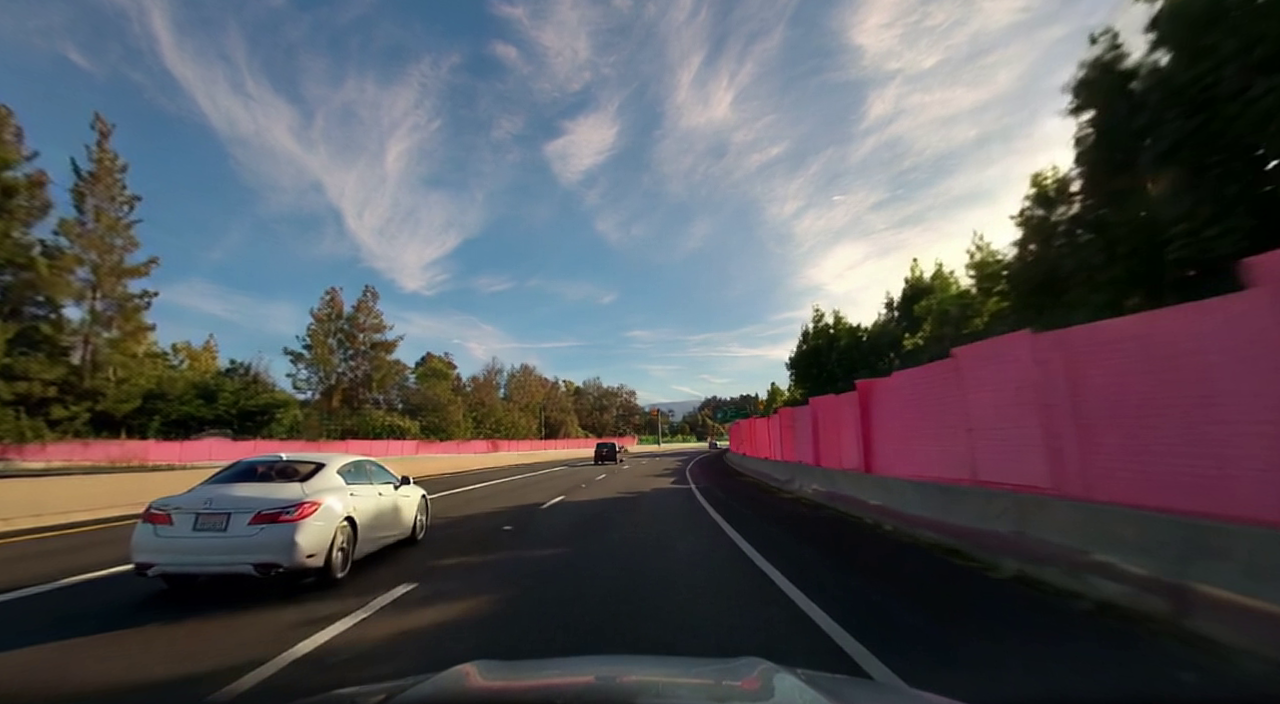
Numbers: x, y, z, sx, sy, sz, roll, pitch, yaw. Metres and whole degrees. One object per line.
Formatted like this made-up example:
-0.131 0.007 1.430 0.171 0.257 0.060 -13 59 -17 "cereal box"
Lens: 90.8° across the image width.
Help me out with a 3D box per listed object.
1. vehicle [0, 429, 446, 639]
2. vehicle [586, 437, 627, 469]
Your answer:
-3.590 1.576 6.524 1.746 1.405 4.339 -1 -9 1 "vehicle"
-1.855 5.829 36.441 1.833 1.697 3.984 -1 -9 5 "vehicle"
